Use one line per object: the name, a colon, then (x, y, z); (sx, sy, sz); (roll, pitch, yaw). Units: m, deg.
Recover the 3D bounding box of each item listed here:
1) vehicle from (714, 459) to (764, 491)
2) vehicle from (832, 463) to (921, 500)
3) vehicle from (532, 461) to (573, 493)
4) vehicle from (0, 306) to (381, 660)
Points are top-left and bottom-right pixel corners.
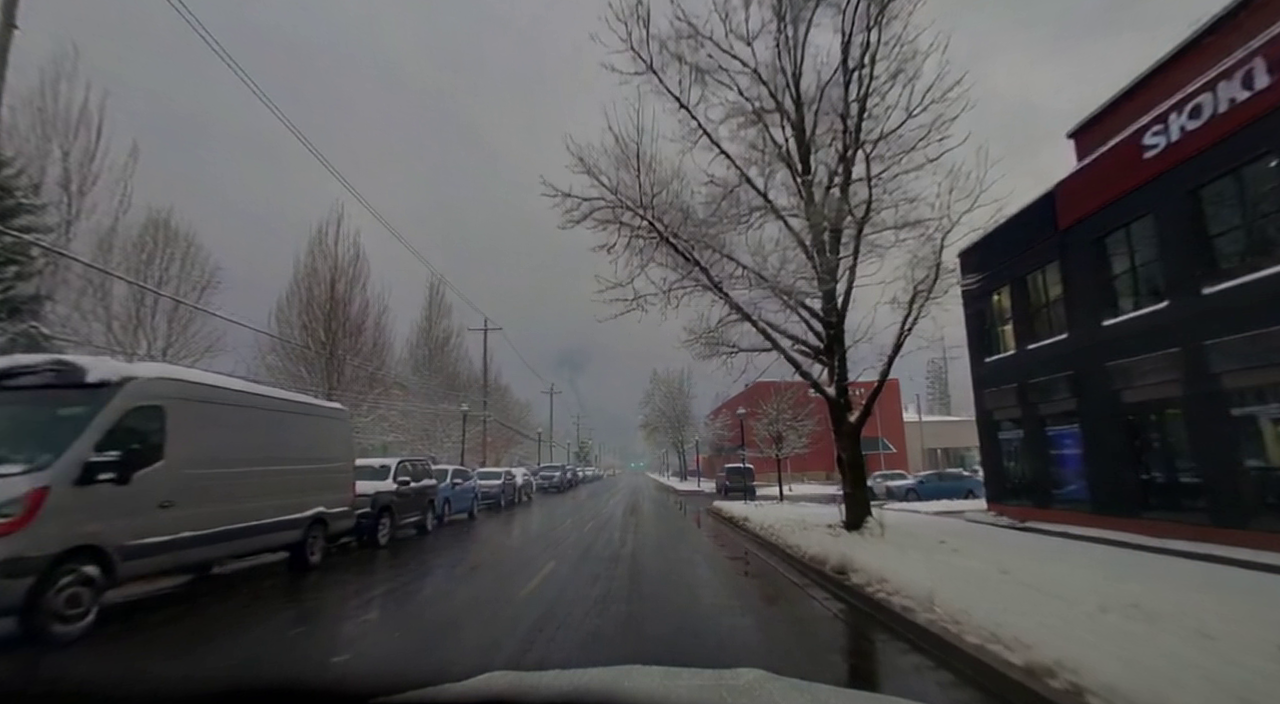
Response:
vehicle: (5.765, 7.255, 37.270); (2.054, 1.779, 4.650); (1, -11, -2)
vehicle: (10.327, 5.738, 27.975); (1.926, 1.469, 4.654); (1, -11, -3)
vehicle: (-5.853, 8.486, 42.919); (2.196, 2.001, 5.548); (1, -11, -2)
vehicle: (-5.649, 1.434, 7.558); (2.526, 2.655, 5.480); (0, -10, 2)
